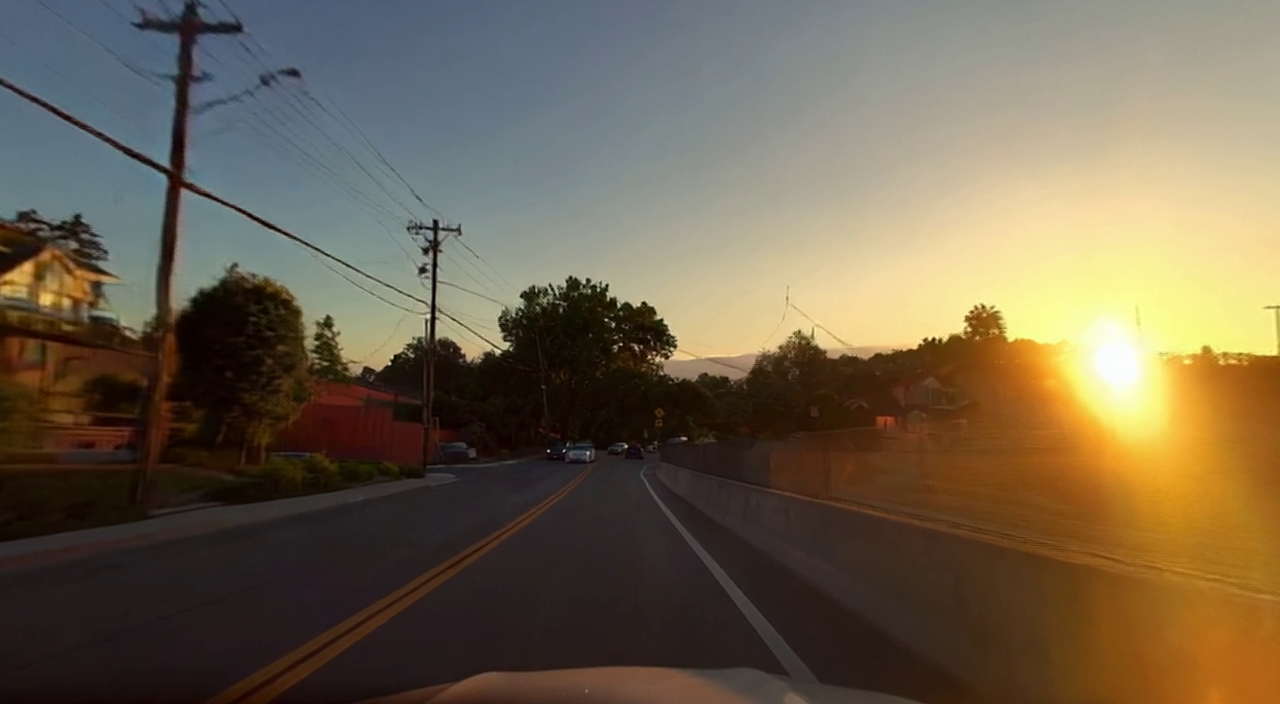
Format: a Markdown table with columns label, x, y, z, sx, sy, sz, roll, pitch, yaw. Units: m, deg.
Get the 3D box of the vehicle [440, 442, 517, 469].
| label | x | y | z | sx | sy | sz | roll | pitch | yaw |
| --- | --- | --- | --- | --- | --- | --- | --- | --- | --- |
| vehicle | -10.689 | 6.862 | 42.034 | 4.500 | 1.674 | 1.915 | 8 | -12 | -42 |
